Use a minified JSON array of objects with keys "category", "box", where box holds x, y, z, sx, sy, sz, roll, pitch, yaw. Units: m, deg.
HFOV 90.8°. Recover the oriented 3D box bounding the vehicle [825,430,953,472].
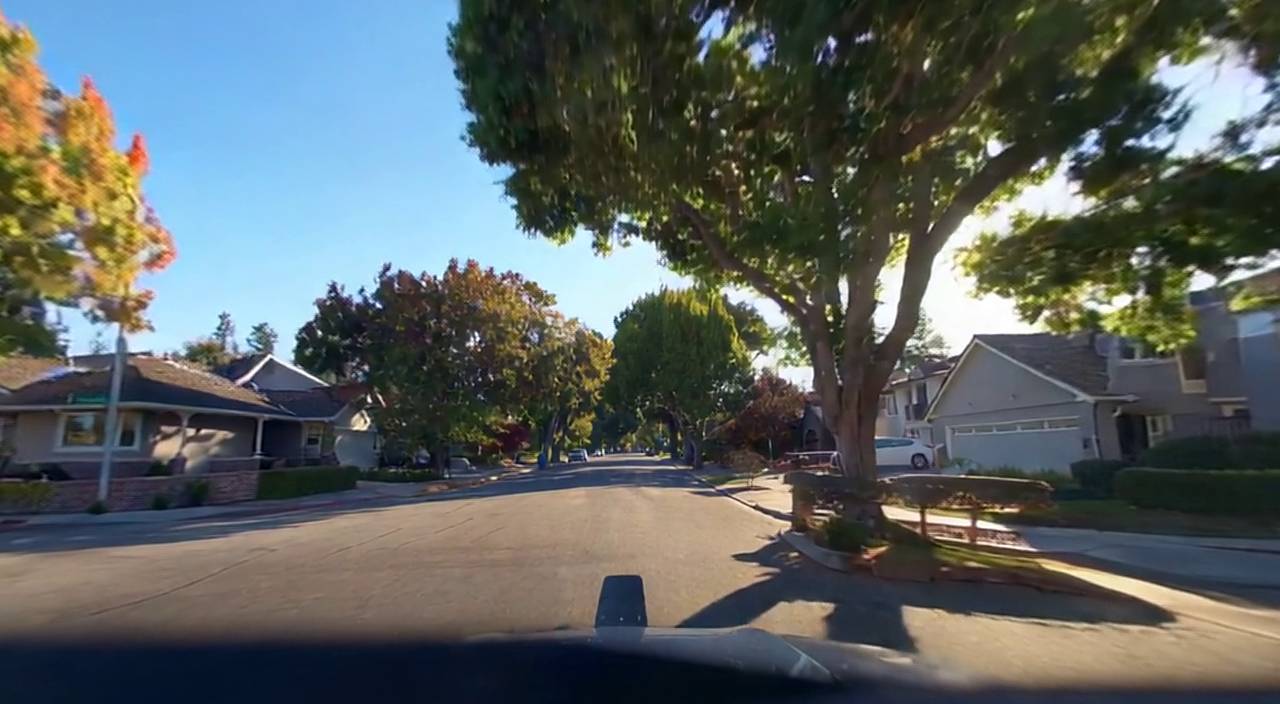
[{"category":"vehicle","box":[11.189,4.476,28.655,4.894,1.616,1.965,-3,-9,1]}]
